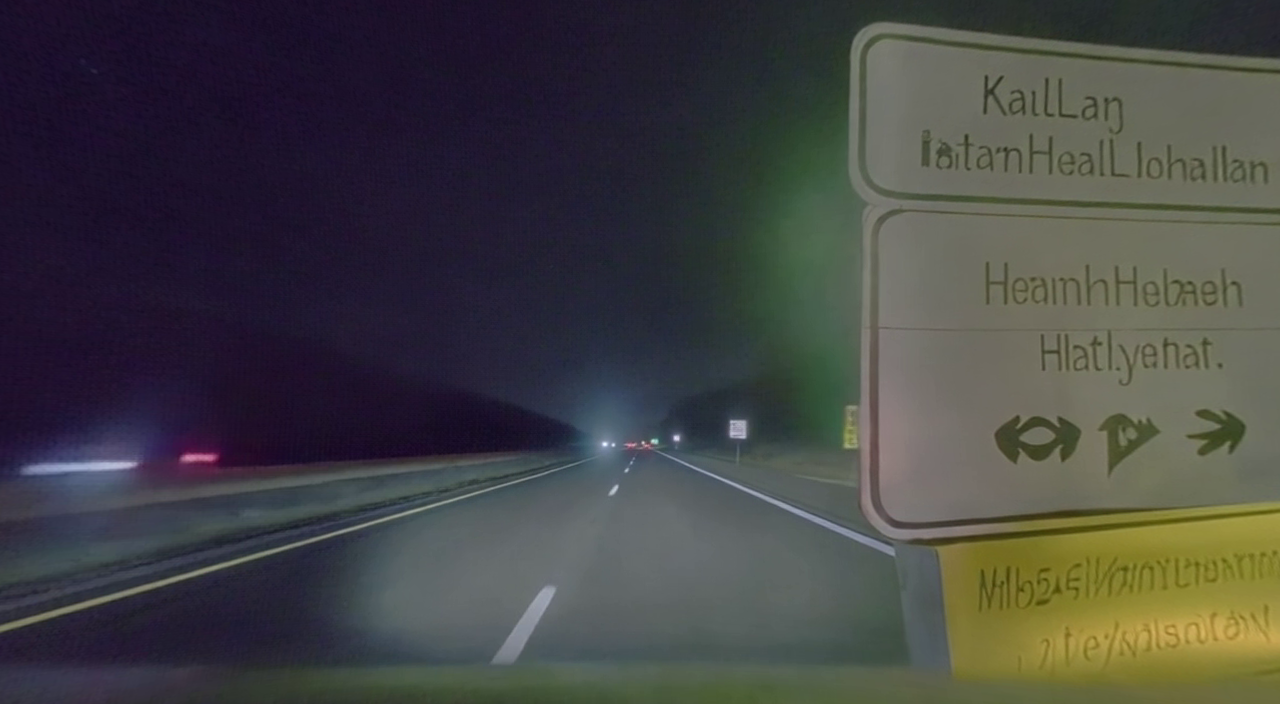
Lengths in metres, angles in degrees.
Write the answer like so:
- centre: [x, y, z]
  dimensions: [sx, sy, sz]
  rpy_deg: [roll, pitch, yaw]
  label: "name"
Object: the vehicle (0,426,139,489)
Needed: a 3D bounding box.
- centre: [-15.343, 2.711, 16.428]
  dimensions: [1.650, 1.455, 3.511]
  rpy_deg: [0, -8, -1]
  label: "vehicle"
